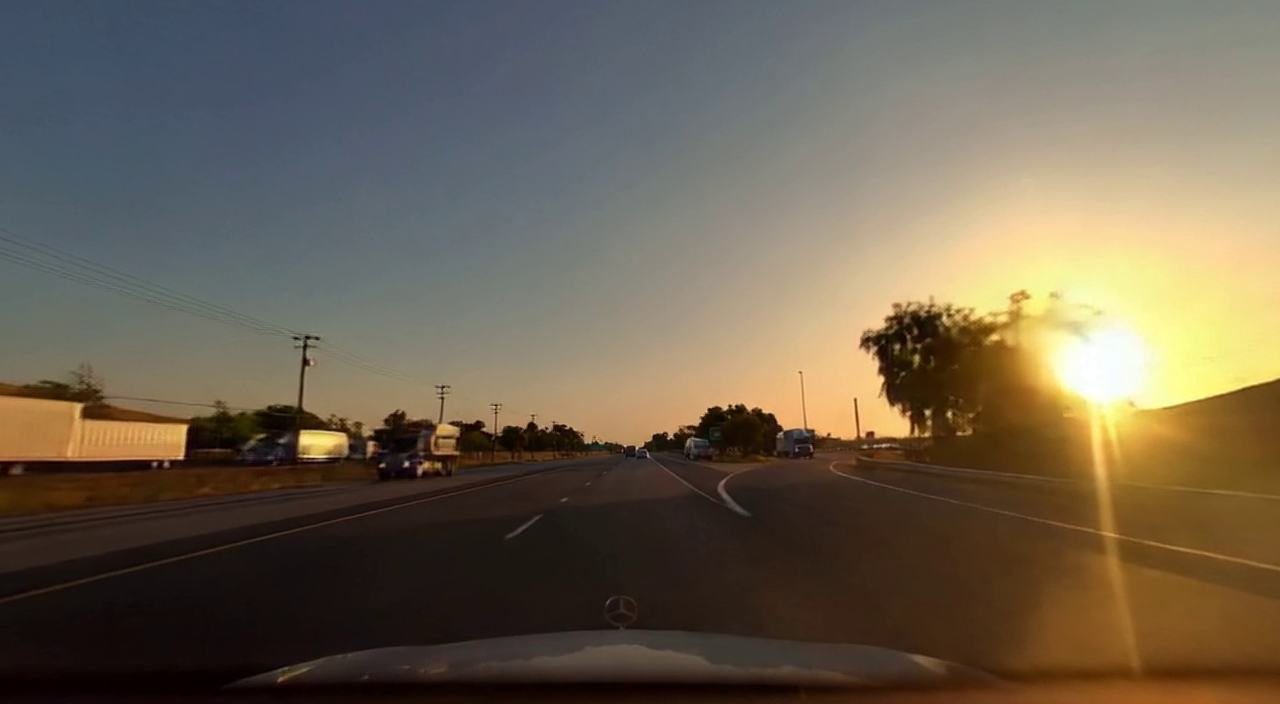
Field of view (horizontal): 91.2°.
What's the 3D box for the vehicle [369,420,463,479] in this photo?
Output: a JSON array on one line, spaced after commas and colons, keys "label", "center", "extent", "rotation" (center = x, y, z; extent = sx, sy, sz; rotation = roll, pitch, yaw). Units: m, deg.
[{"label": "vehicle", "center": [-16.224, 7.210, 46.396], "extent": [3.035, 3.814, 9.987], "rotation": [-1, -9, 1]}]
